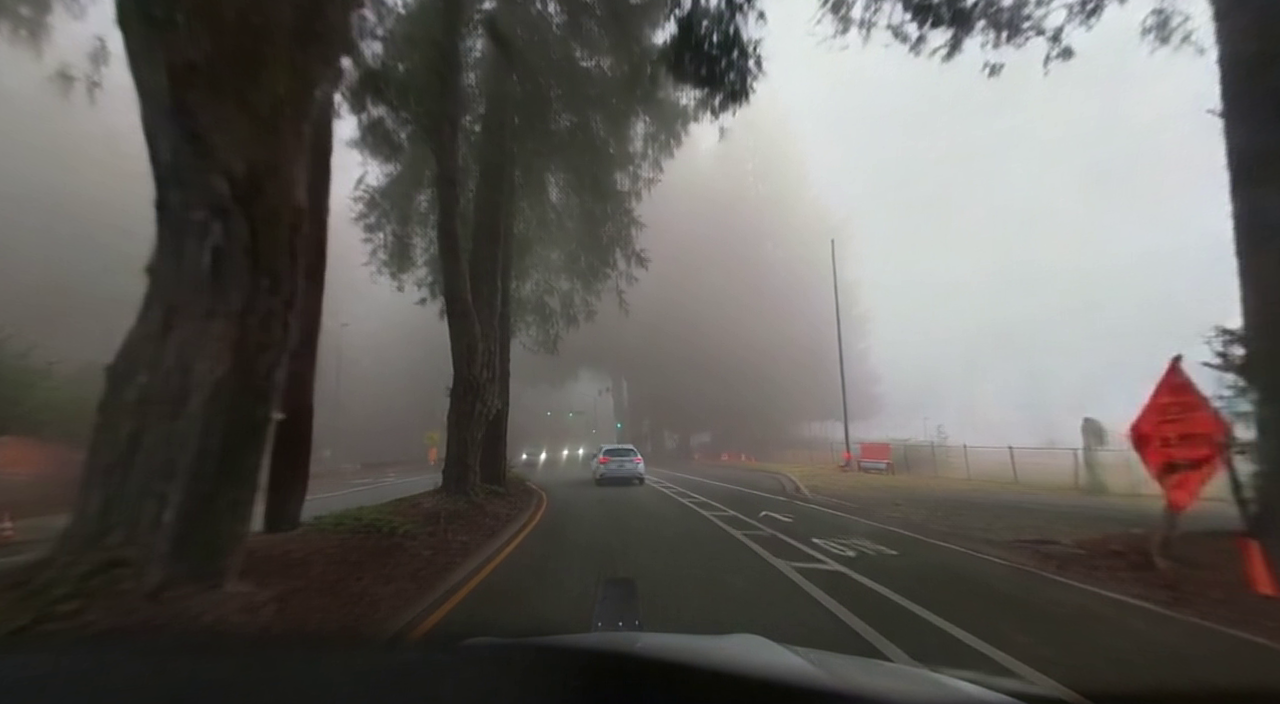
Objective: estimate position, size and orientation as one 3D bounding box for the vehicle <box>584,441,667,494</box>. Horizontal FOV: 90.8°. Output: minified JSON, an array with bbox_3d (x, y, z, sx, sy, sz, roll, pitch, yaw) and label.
[{"bbox_3d":[-0.596,3.698,20.661,2.266,1.508,4.430,1,-9,-7],"label":"vehicle"}]

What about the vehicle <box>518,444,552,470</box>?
[{"bbox_3d":[-7.083,7.151,43.113,2.077,1.665,4.206,1,-9,-7],"label":"vehicle"}]
